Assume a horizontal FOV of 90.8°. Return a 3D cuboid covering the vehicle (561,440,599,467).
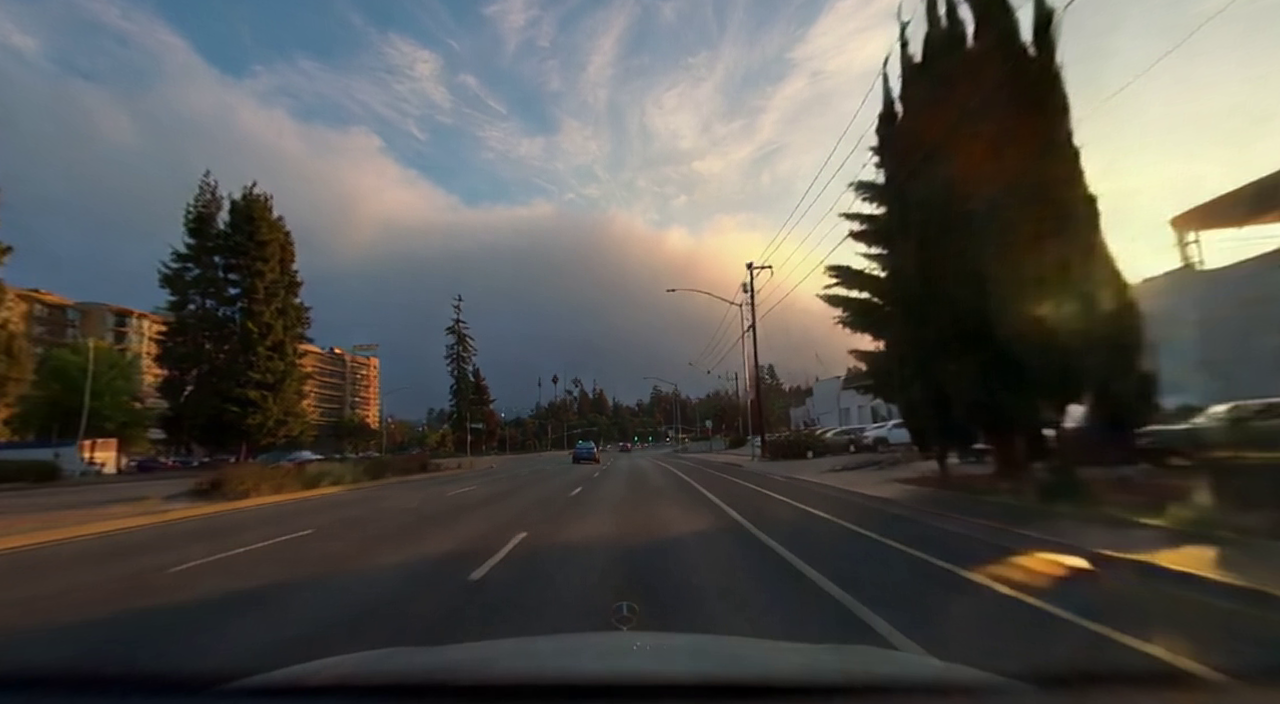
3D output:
[{"bbox_3d":[-3.858,6.577,41.128,2.121,1.654,3.993,0,-8,-1],"label":"vehicle"}]
